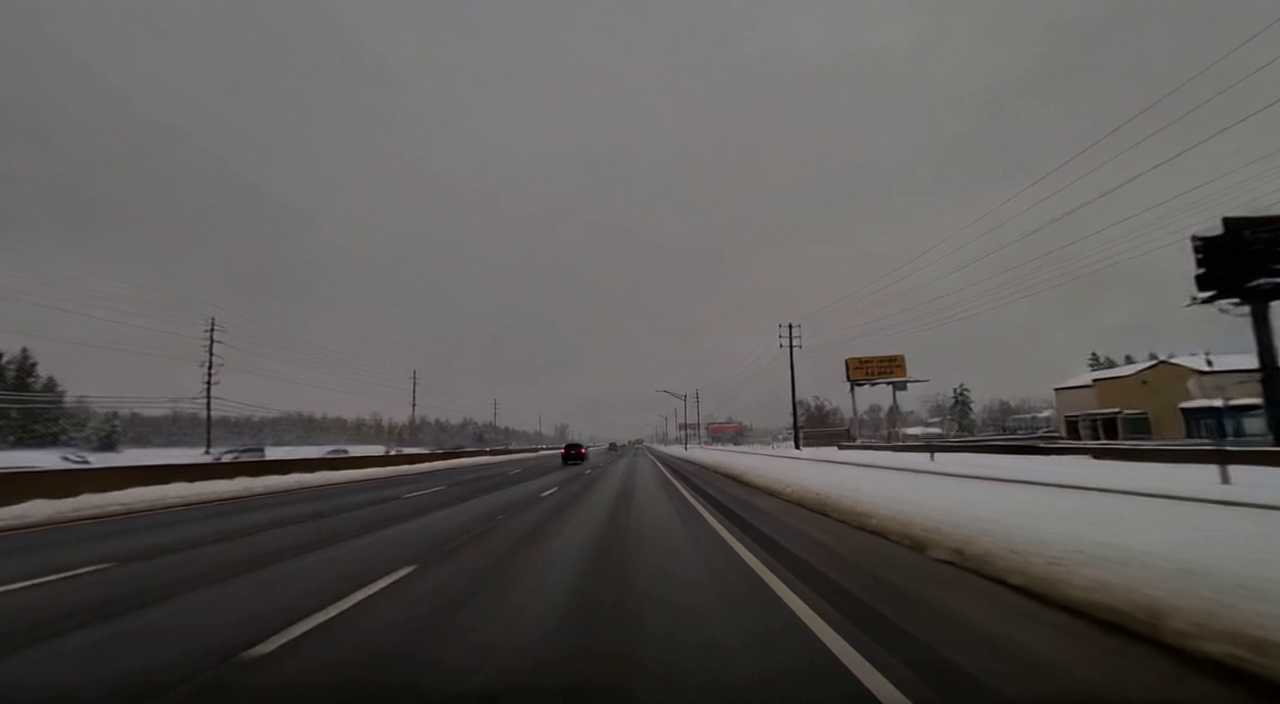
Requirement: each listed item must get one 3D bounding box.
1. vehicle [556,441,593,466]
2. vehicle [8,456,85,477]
[{"bbox_3d":[-4.241,6.667,41.660,1.940,1.479,4.545,0,-8,0],"label":"vehicle"},{"bbox_3d":[-45.912,8.816,48.986,1.856,1.470,4.231,0,-8,0],"label":"vehicle"}]
